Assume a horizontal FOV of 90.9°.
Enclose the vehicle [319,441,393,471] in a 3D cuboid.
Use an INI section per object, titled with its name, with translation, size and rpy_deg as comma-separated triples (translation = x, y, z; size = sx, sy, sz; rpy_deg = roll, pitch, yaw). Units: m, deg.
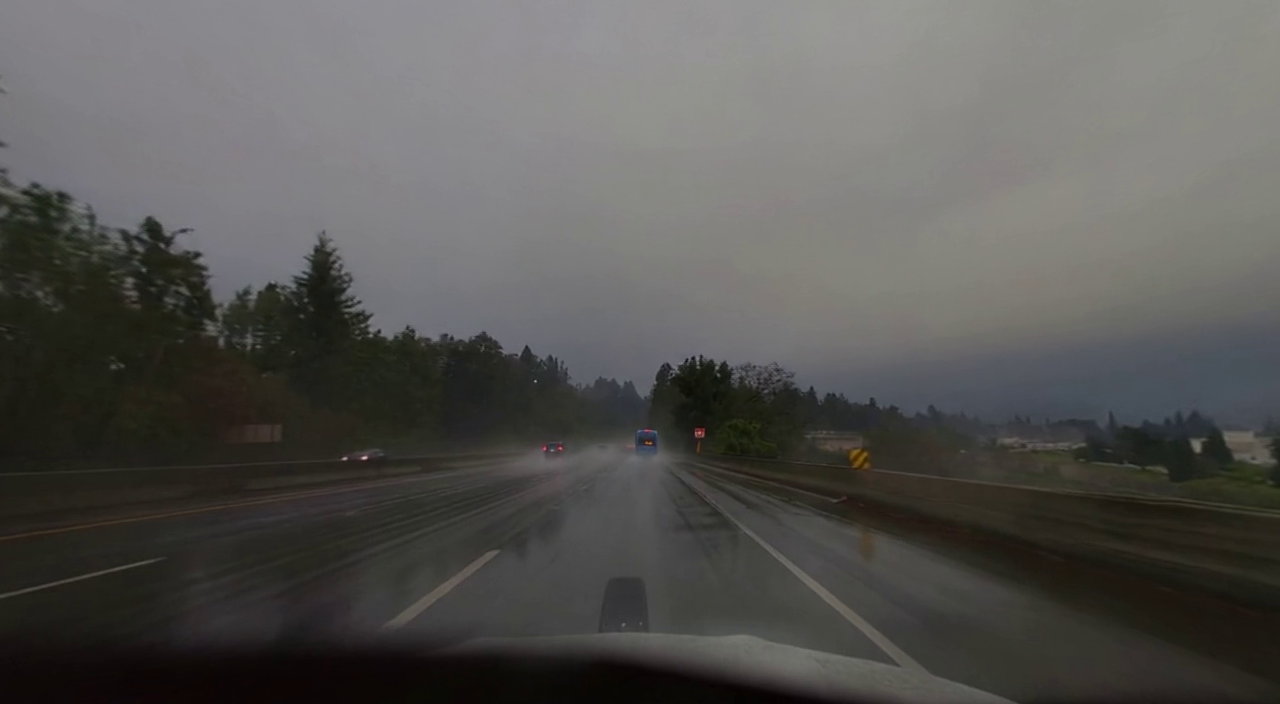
[vehicle]
translation = -17.094, 6.273, 38.302
size = 2.082, 1.674, 5.056
rpy_deg = 0, -8, 1
